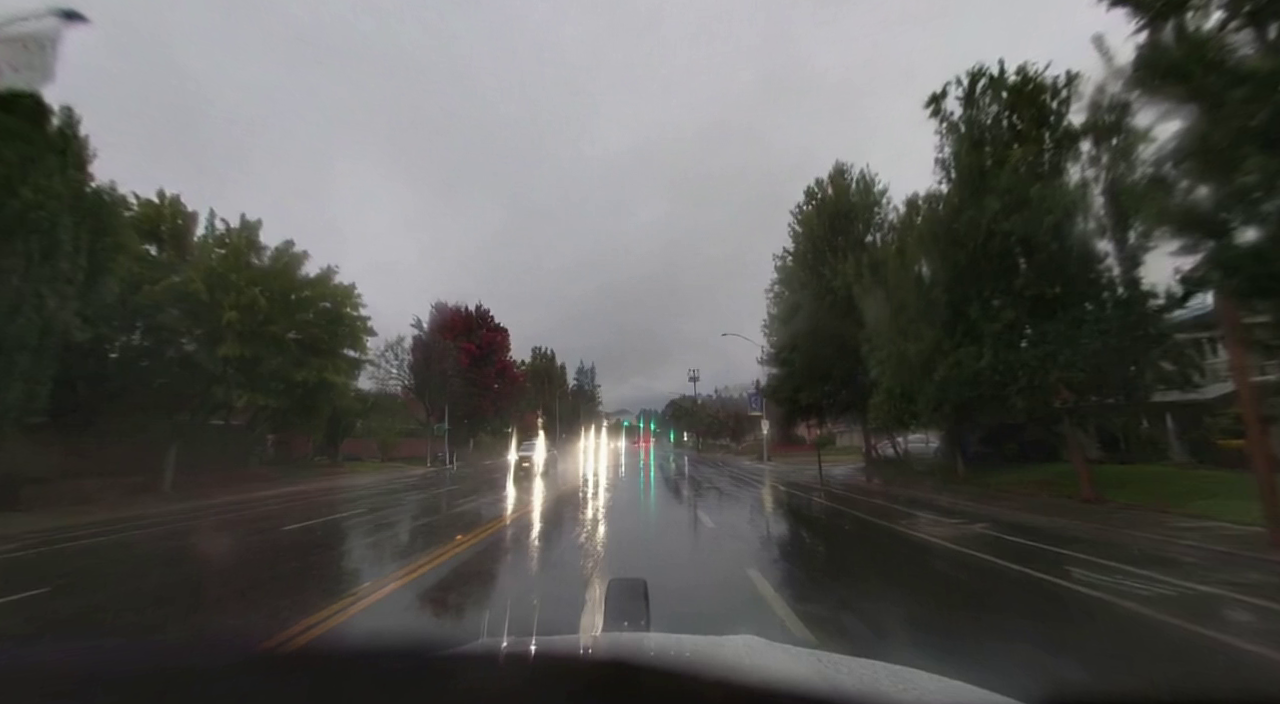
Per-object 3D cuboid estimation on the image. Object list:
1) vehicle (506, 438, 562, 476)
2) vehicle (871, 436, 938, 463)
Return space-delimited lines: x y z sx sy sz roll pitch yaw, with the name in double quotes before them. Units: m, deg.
"vehicle" -4.568 4.571 27.666 1.774 1.525 3.897 0 -9 0
"vehicle" 16.086 5.964 38.568 1.901 1.547 4.411 0 -9 -4
